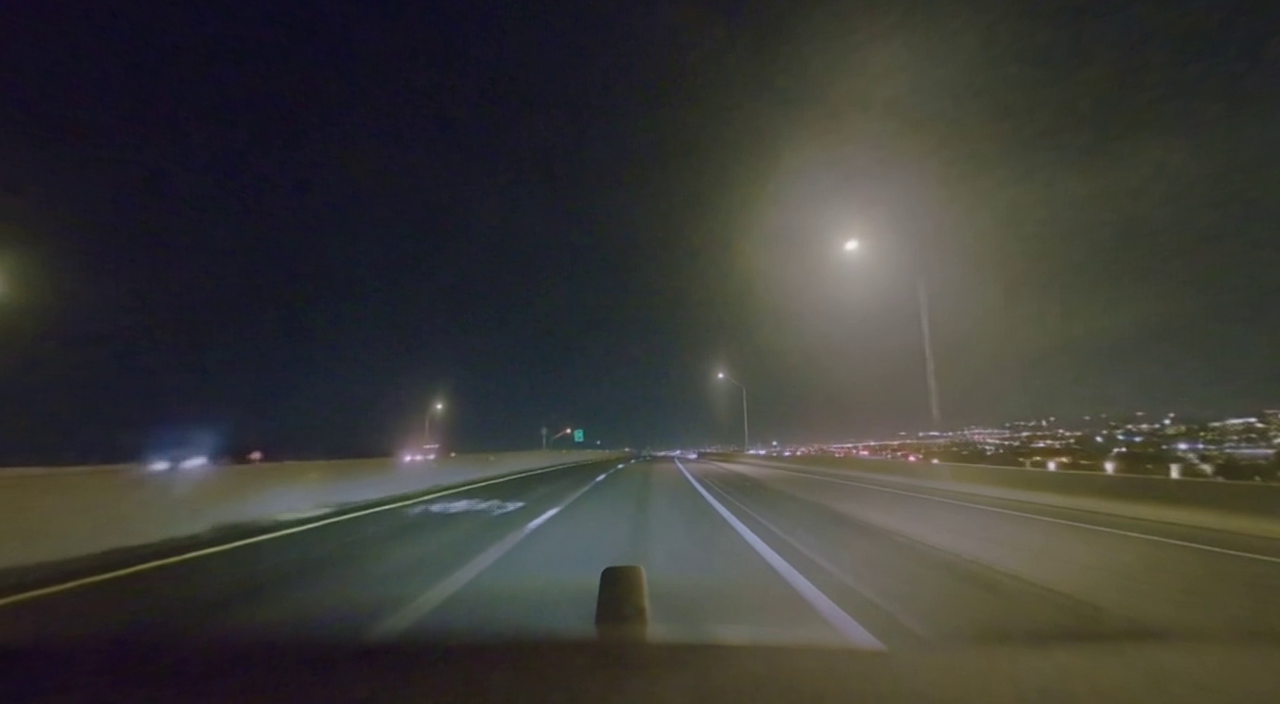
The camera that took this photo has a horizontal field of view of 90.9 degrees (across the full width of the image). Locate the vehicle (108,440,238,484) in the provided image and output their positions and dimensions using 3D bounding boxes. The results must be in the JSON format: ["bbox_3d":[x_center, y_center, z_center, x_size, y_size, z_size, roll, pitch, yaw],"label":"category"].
[{"bbox_3d":[-19.178,4.512,26.216,1.918,1.636,4.408,-1,-9,2],"label":"vehicle"}]
